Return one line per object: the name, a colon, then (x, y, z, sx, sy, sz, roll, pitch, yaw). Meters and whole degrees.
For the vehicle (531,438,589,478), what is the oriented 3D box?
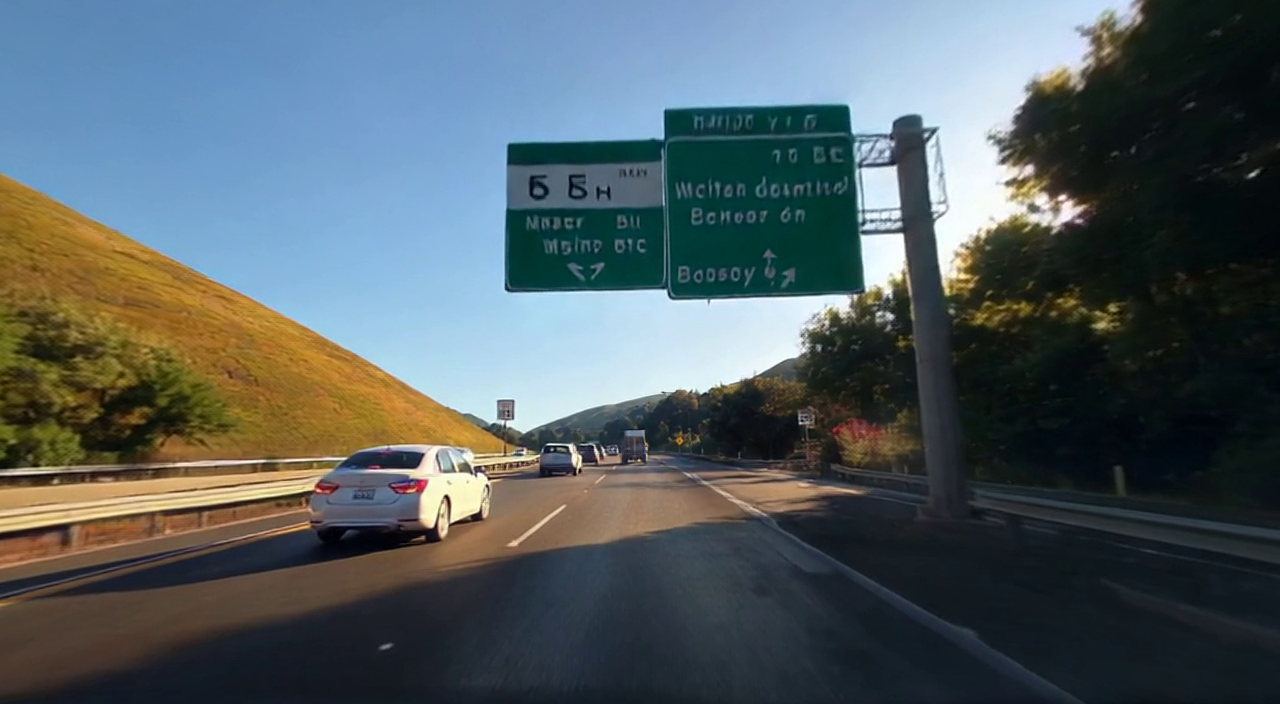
vehicle: (-3.563, 4.836, 28.910, 2.073, 1.694, 4.162, 0, -9, 1)

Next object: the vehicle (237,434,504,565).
vehicle: (-3.514, 2.004, 9.376, 1.988, 1.440, 4.504, 0, -9, 0)
